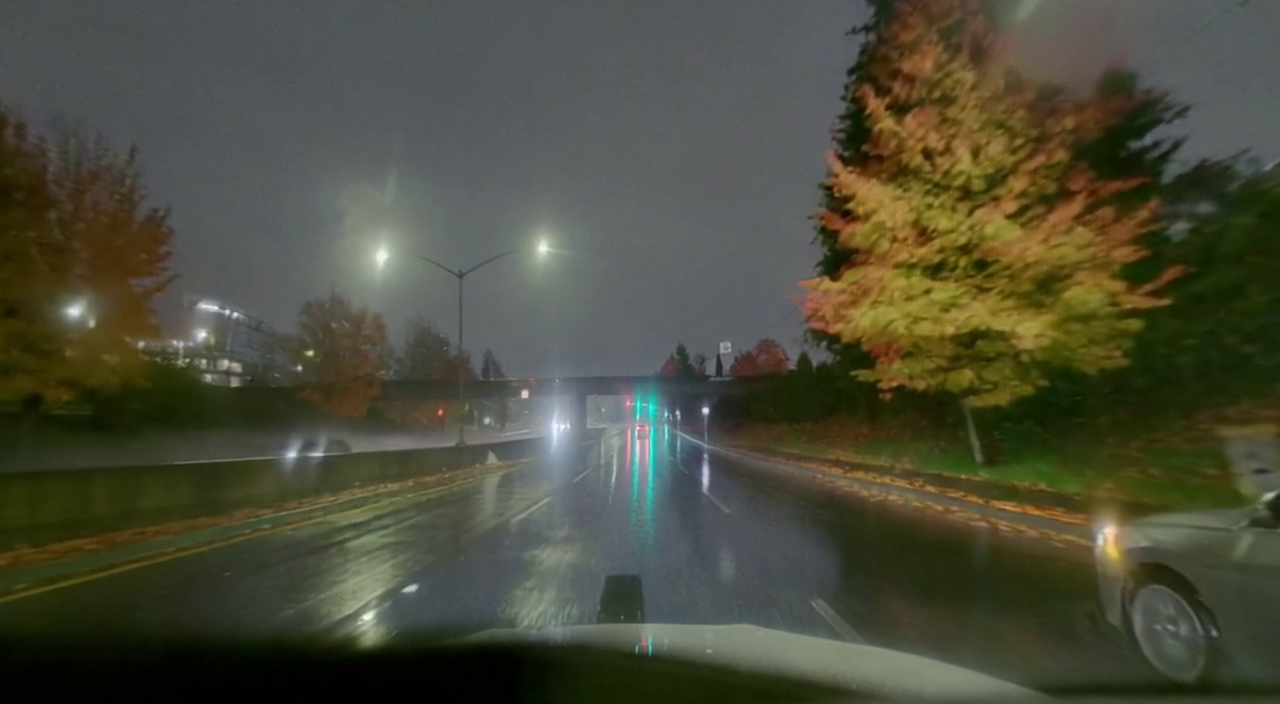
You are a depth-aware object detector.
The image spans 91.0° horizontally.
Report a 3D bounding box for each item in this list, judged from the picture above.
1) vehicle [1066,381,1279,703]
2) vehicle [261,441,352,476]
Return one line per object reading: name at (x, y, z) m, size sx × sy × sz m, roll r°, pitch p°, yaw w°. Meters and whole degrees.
vehicle at (3.635, 0.745, 1.569) m, size 2.063 × 1.542 × 4.420 m, roll 0°, pitch -8°, yaw 1°
vehicle at (-15.645, 5.004, 29.817) m, size 1.907 × 1.488 × 4.286 m, roll 0°, pitch -8°, yaw 1°
